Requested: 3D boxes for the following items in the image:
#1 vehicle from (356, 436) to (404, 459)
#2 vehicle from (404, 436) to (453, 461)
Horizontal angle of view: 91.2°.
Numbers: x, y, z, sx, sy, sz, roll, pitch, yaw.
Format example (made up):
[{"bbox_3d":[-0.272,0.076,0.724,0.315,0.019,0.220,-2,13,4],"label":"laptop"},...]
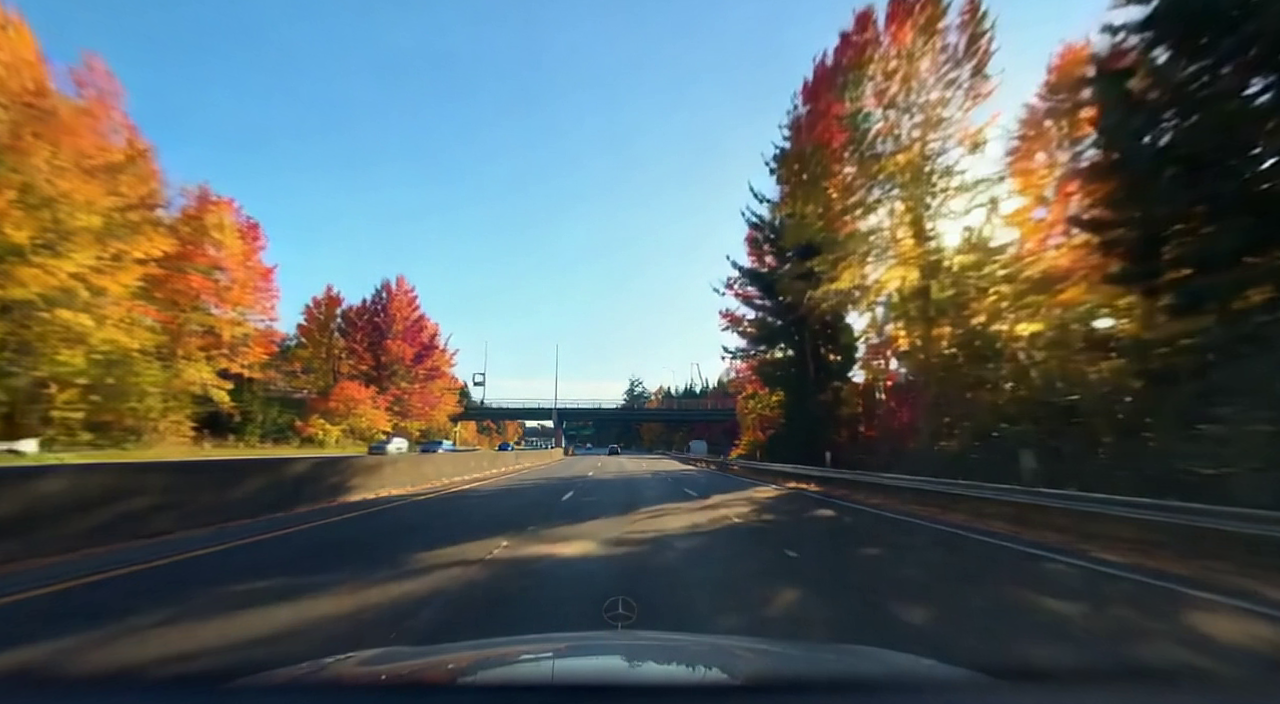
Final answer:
[{"bbox_3d":[-18.080,6.671,43.735,1.740,1.476,3.752,0,-9,-2],"label":"vehicle"},{"bbox_3d":[-13.642,6.261,40.590,1.881,1.494,3.879,1,-9,-2],"label":"vehicle"}]
